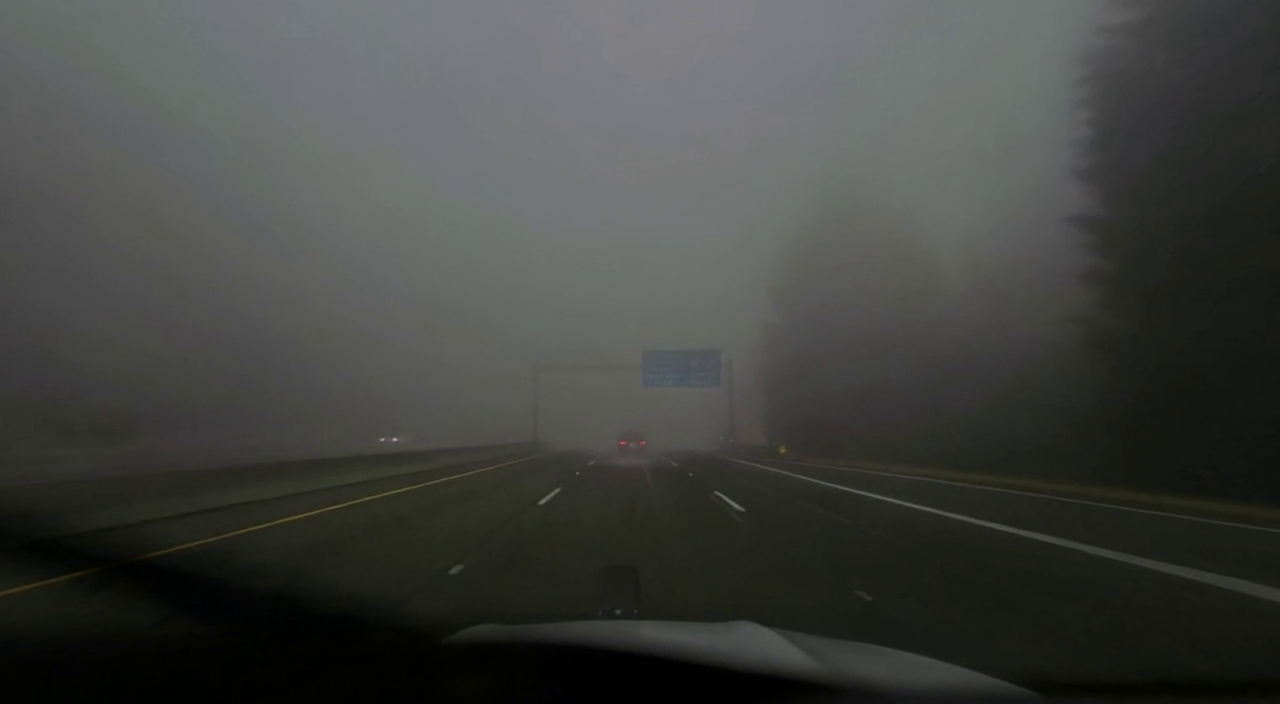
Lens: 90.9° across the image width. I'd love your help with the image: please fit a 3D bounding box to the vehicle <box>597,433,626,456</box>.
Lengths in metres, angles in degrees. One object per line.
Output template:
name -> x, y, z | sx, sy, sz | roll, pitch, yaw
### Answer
vehicle -> -2.040, 6.683, 45.660 | 1.993, 1.519, 4.046 | 0, -8, -2
